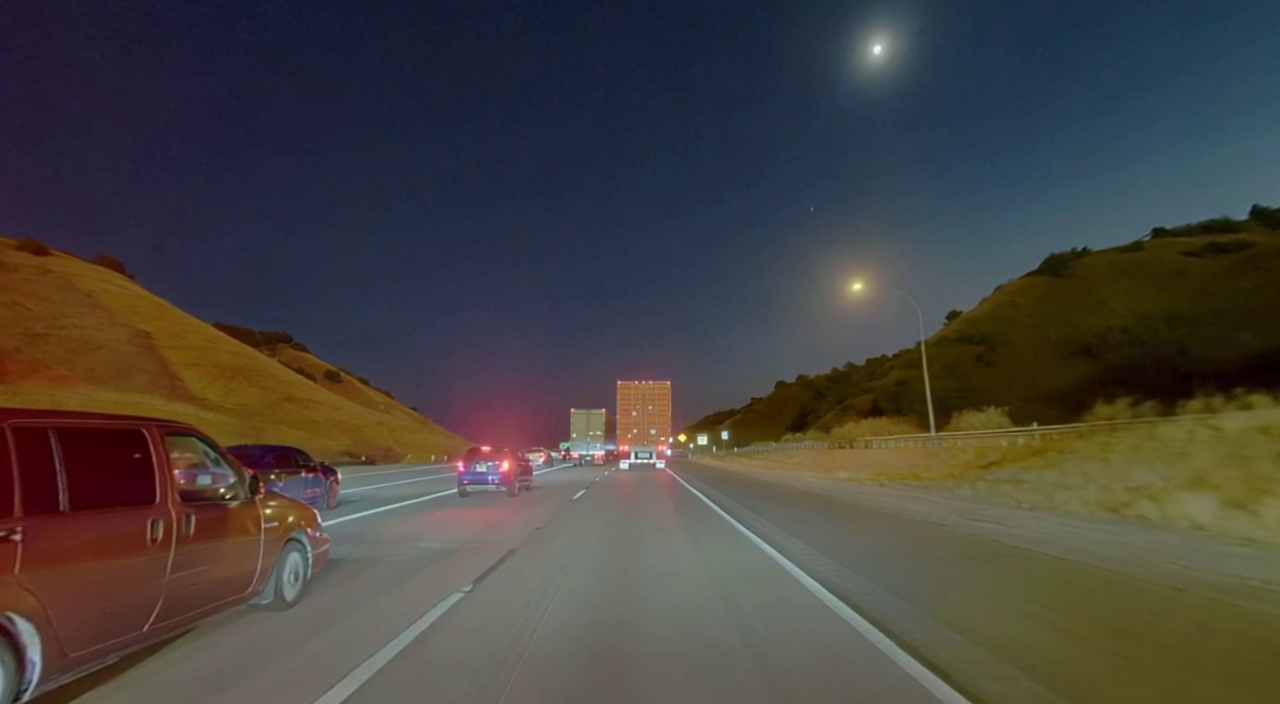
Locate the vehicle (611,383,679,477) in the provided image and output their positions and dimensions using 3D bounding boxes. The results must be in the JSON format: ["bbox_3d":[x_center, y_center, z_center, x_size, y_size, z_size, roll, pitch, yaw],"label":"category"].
[{"bbox_3d":[0.312,4.125,32.388,2.913,3.988,10.874,-1,-8,1],"label":"vehicle"}]

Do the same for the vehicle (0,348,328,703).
[{"bbox_3d":[-3.906,0.949,3.206,2.136,1.779,4.875,0,-8,0],"label":"vehicle"}]

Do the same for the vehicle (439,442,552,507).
[{"bbox_3d":[-3.610,3.127,16.630,1.950,1.446,4.224,0,-8,0],"label":"vehicle"}]
